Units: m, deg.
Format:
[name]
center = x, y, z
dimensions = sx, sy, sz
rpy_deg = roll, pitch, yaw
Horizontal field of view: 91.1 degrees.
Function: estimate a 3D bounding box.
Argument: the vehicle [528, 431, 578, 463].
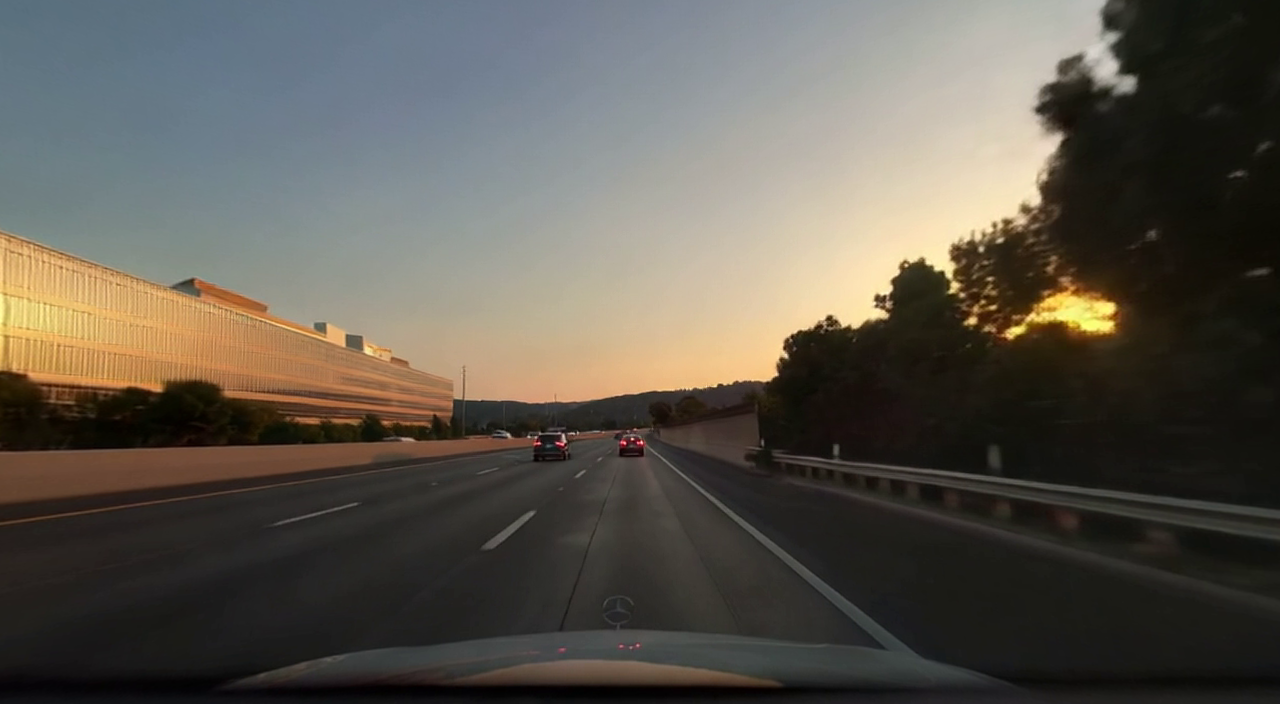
[vehicle]
center = -4.635, 5.110, 34.142
dimensions = 2.036, 1.612, 4.510
rpy_deg = 0, -8, 0
